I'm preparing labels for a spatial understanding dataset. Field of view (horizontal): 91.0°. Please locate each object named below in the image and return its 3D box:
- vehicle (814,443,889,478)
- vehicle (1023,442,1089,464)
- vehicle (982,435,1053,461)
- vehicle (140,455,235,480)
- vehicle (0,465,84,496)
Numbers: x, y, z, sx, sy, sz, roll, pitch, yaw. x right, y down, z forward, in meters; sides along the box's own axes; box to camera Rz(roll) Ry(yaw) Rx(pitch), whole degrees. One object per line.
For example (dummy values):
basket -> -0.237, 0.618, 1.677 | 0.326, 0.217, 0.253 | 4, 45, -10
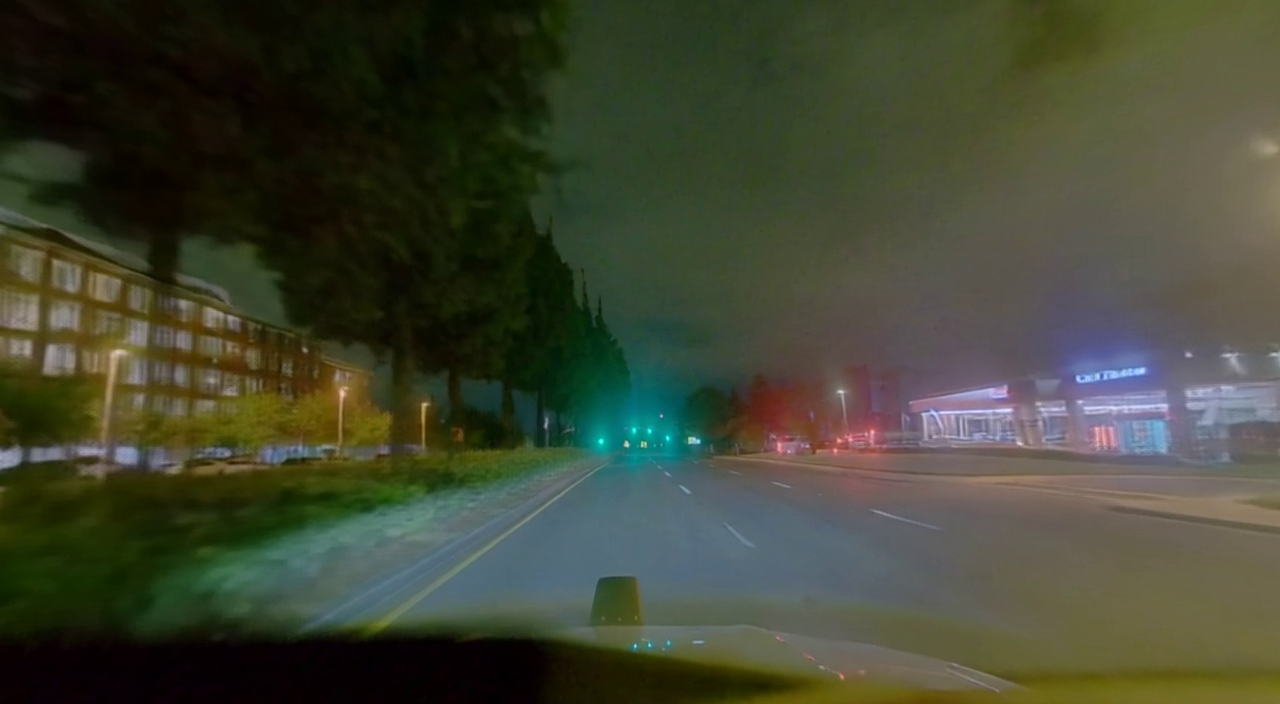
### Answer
vehicle -> 10.073, 5.165, 30.359 | 2.013, 1.551, 4.460 | 1, -8, -1
vehicle -> 29.072, 7.048, 44.132 | 1.931, 1.408, 3.757 | 1, -8, -2
vehicle -> 26.191, 6.704, 43.873 | 1.985, 1.723, 4.672 | 0, -9, 0
vehicle -> -30.796, 7.878, 42.905 | 4.920, 1.475, 1.984 | -1, -7, -1
vehicle -> -30.635, 6.489, 31.789 | 3.440, 1.394, 1.613 | 0, -8, -1
